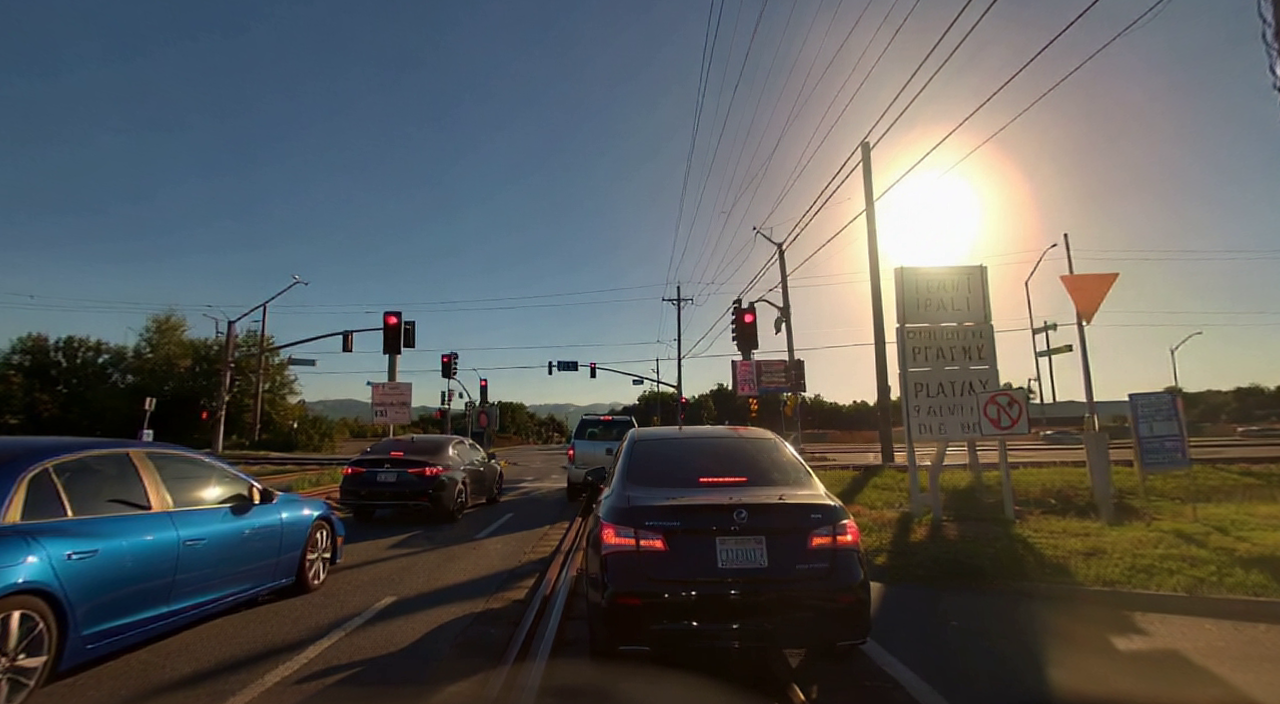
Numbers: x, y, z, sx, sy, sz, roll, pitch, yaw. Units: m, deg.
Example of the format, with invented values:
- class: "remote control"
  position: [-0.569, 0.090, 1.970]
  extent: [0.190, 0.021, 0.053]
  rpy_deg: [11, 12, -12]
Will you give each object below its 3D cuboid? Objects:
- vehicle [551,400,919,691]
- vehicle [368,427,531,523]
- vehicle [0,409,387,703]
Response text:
- class: "vehicle"
  position: [0.403, 1.329, 5.451]
  extent: [1.998, 1.529, 3.960]
  rpy_deg: [1, -9, -4]
- class: "vehicle"
  position: [-3.364, 2.256, 12.072]
  extent: [1.984, 1.505, 4.047]
  rpy_deg: [0, -9, -2]
- class: "vehicle"
  position: [-3.717, 1.256, 4.504]
  extent: [1.956, 1.468, 4.585]
  rpy_deg: [0, -9, -1]
